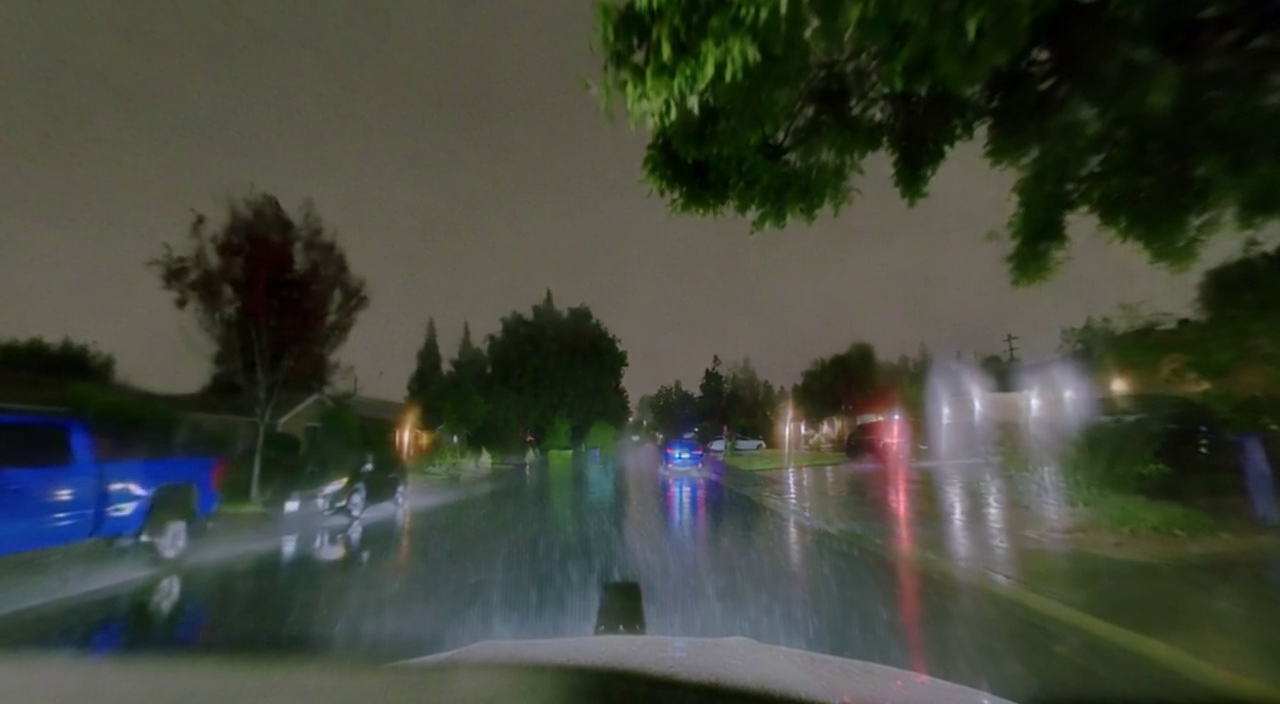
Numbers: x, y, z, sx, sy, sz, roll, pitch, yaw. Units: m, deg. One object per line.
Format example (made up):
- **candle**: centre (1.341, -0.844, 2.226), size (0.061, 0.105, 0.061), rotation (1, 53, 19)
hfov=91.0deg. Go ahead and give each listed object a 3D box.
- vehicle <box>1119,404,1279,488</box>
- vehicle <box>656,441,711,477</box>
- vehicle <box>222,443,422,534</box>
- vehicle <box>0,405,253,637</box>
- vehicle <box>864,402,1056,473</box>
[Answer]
- **vehicle**: centre (12.122, 1.783, 11.987), size (4.390, 1.457, 1.861), rotation (0, -9, 2)
- **vehicle**: centre (1.848, 4.745, 28.208), size (2.006, 1.494, 4.211), rotation (0, -9, -2)
- **vehicle**: centre (-6.518, 2.805, 13.646), size (1.995, 1.608, 4.596), rotation (0, -9, -1)
- **vehicle**: centre (-6.580, 1.514, 5.862), size (2.329, 1.947, 5.455), rotation (0, -9, 2)
- **vehicle**: centre (10.473, 2.845, 20.933), size (5.097, 1.824, 2.113), rotation (-4, -9, -1)
